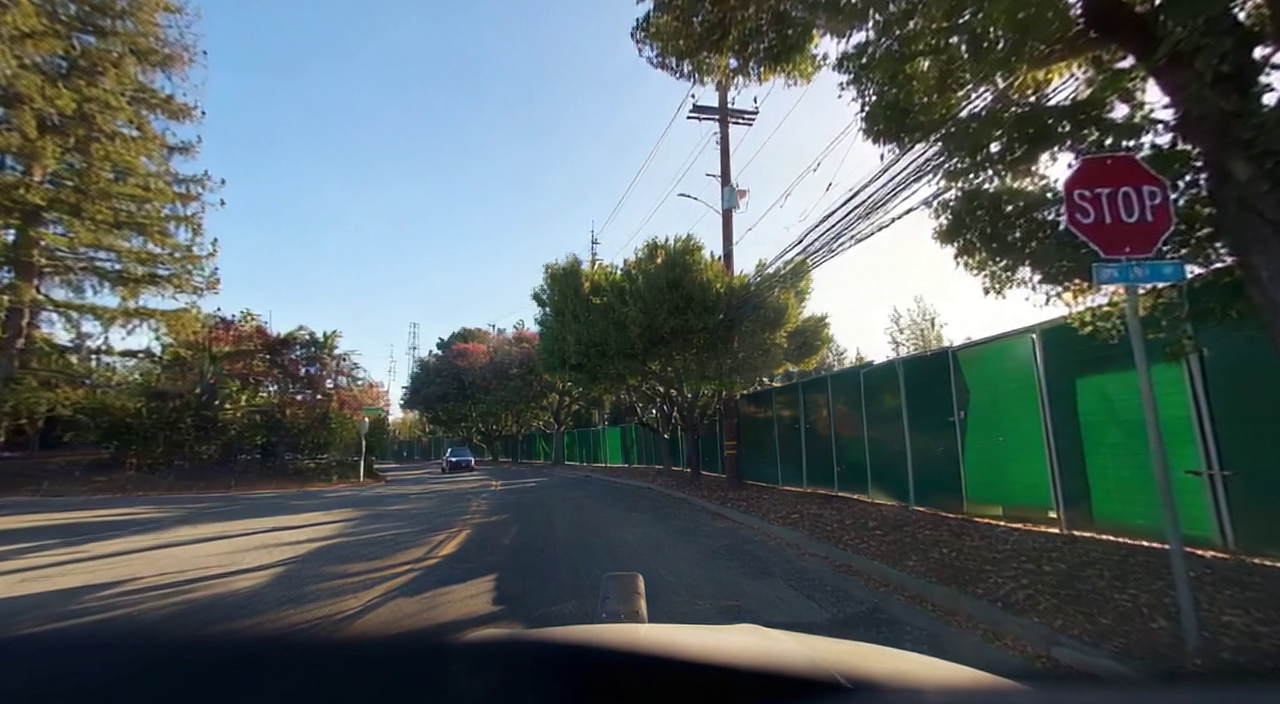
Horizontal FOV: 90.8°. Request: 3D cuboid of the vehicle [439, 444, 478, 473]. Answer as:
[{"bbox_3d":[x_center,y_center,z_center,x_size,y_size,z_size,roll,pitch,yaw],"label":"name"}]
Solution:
[{"bbox_3d":[-12.671,7.370,43.910,2.185,1.901,4.177,3,-9,-21],"label":"vehicle"}]
